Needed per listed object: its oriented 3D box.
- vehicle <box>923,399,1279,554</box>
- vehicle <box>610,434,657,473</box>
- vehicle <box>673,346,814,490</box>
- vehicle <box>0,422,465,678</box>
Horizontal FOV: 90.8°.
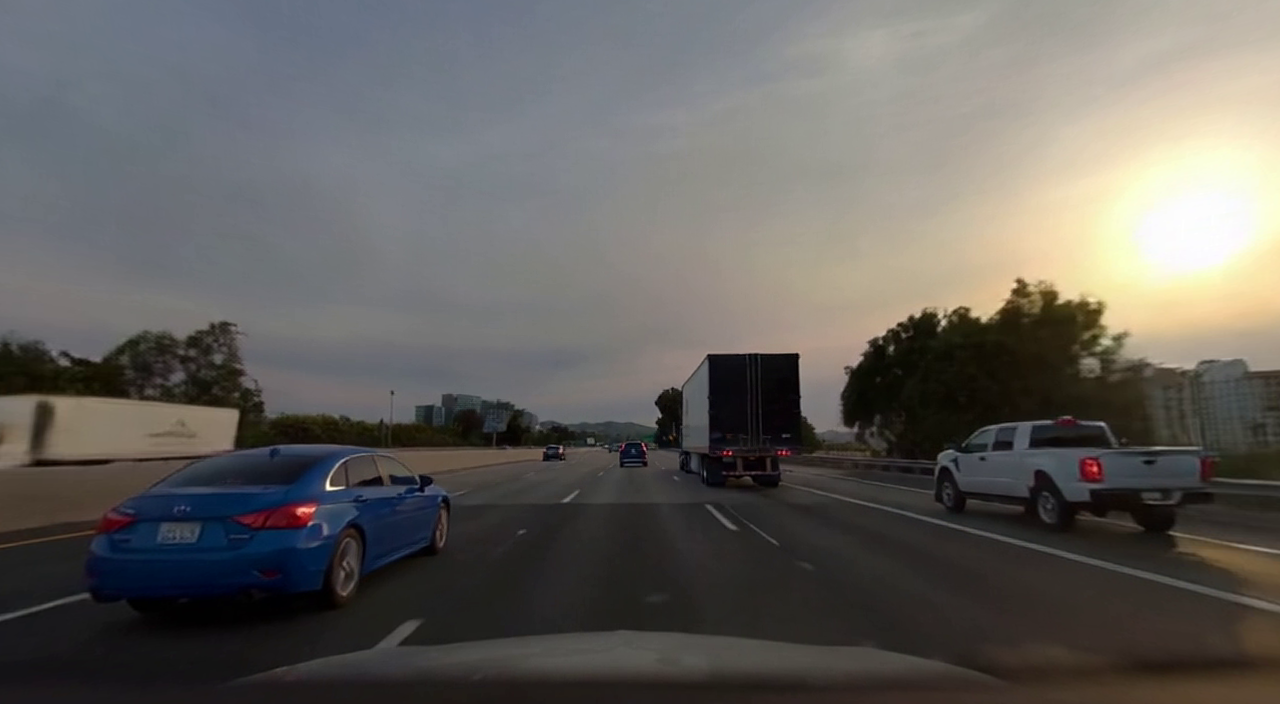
[{"bbox_3d":[6.909,1.868,10.155,2.106,1.795,5.489,0,-9,-1],"label":"vehicle"},{"bbox_3d":[-0.338,5.157,32.224,2.203,1.805,4.358,0,-9,-1],"label":"vehicle"},{"bbox_3d":[3.310,2.988,25.422,2.876,4.086,15.117,0,-9,-1],"label":"vehicle"},{"bbox_3d":[-3.199,1.454,5.849,1.864,1.406,4.544,0,-9,0],"label":"vehicle"}]
